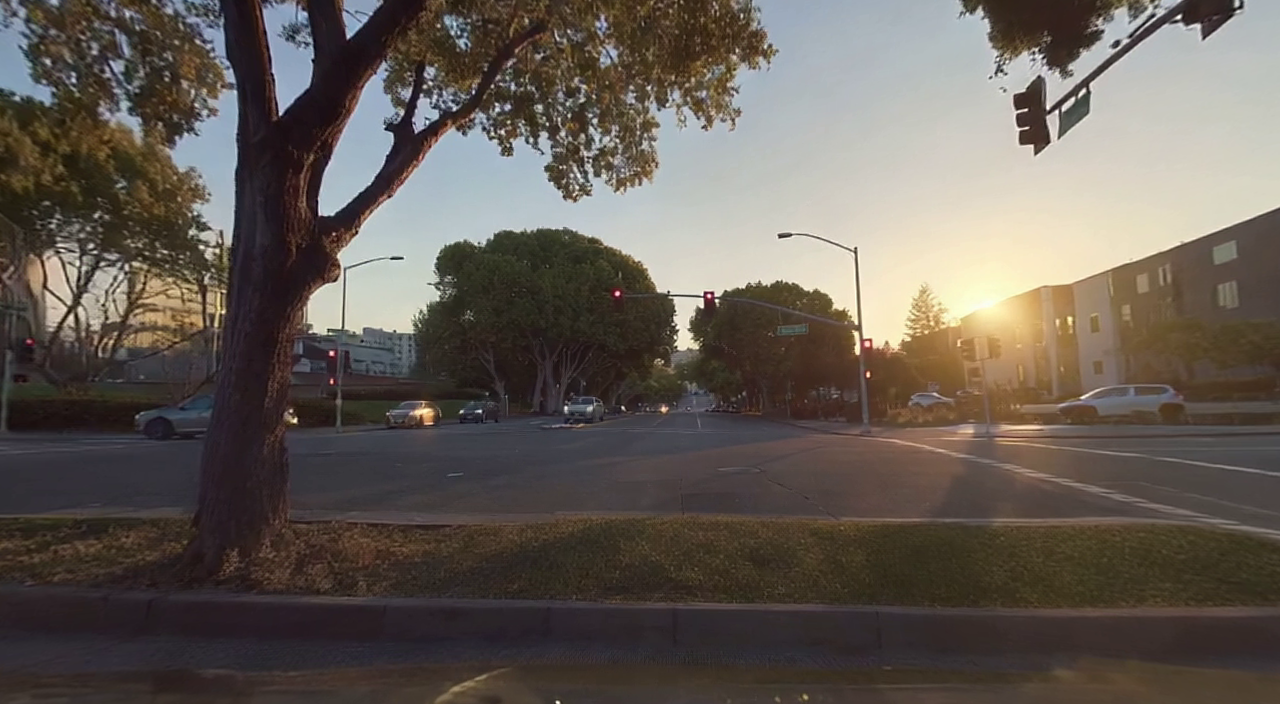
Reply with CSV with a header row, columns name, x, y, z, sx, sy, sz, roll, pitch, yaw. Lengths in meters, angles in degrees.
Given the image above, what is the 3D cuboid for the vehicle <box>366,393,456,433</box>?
name,x,y,z,sx,sy,sz,roll,pitch,yaw
vehicle,-12.138,3.351,33.929,2.340,1.902,4.920,-2,-9,9

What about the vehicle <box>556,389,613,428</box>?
name,x,y,z,sx,sy,sz,roll,pitch,yaw
vehicle,-2.975,3.222,35.147,2.306,1.907,5.382,-1,-8,5

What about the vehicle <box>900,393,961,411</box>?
name,x,y,z,sx,sy,sz,roll,pitch,yaw
vehicle,22.607,3.943,49.274,3.933,1.219,1.700,1,-8,4

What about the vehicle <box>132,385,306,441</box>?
name,x,y,z,sx,sy,sz,roll,pitch,yaw
vehicle,-13.942,2.079,21.107,4.445,1.723,2.007,-1,-8,4
